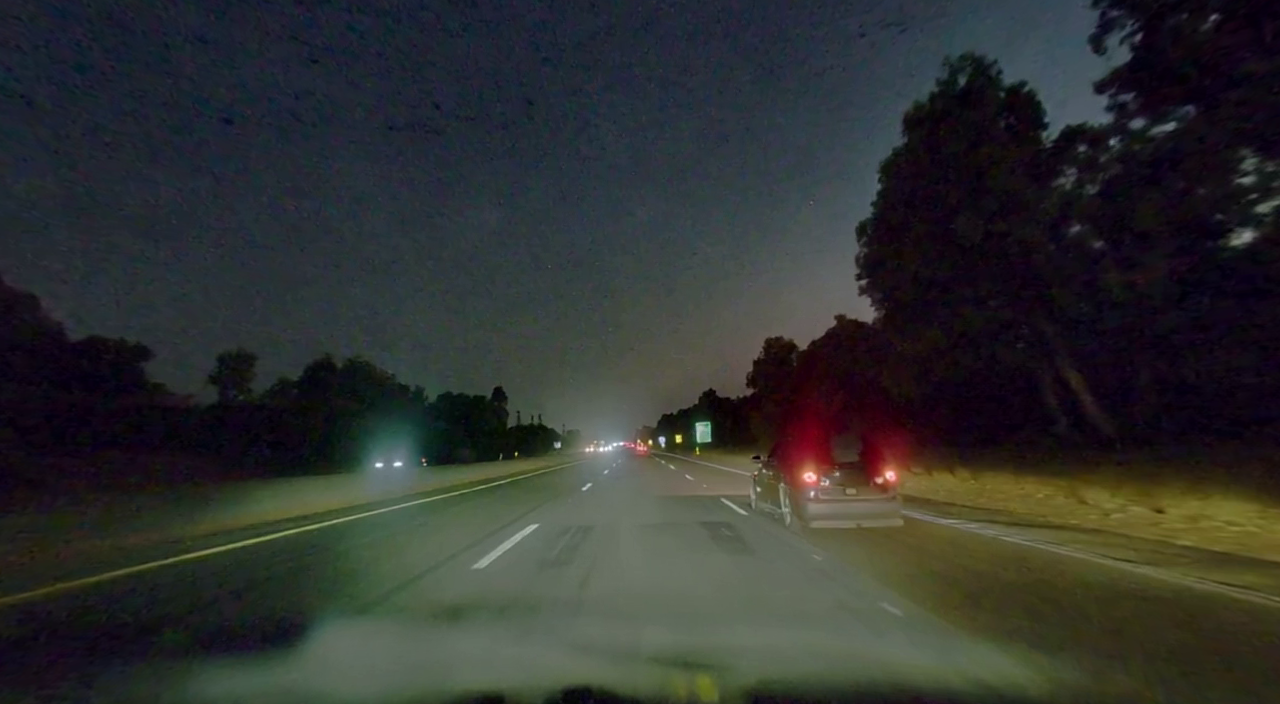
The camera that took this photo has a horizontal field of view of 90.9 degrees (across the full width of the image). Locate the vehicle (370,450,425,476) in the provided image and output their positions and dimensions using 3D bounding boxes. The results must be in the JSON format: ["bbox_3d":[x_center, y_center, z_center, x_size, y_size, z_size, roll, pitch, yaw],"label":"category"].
[{"bbox_3d":[-16.700,7.633,43.717,2.046,1.696,4.361,0,-9,0],"label":"vehicle"}]
